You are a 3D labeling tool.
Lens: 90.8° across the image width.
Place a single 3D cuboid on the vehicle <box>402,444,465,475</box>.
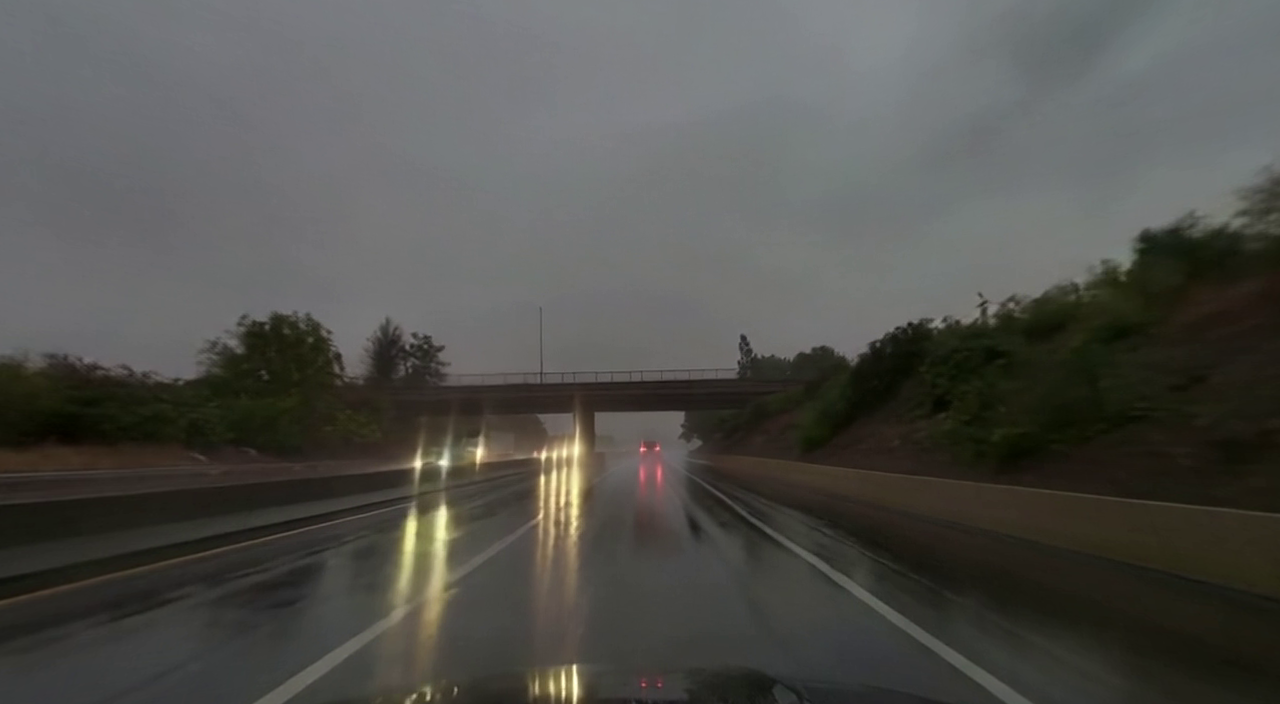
[{"bbox_3d":[-12.744,6.657,39.263,2.138,1.761,5.196,0,-9,0],"label":"vehicle"}]
